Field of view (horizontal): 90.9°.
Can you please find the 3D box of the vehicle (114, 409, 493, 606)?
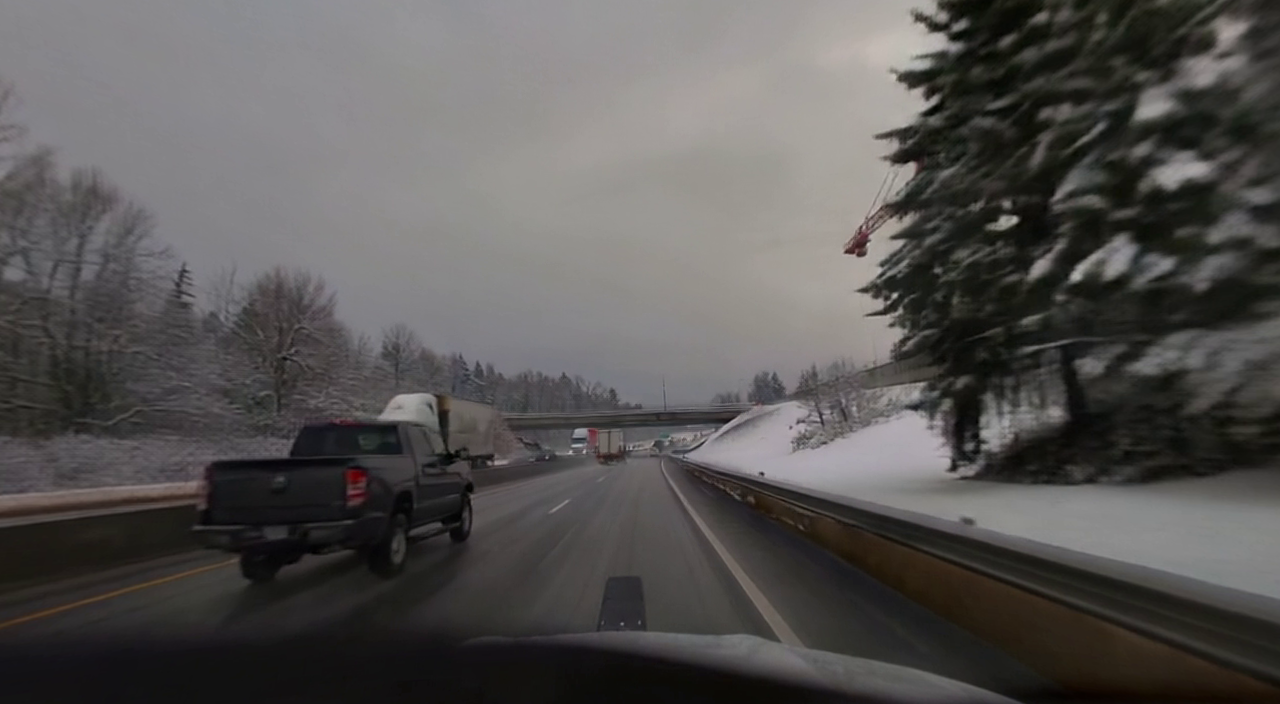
[{"bbox_3d":[-3.332,1.629,7.405,2.194,1.648,3.984,0,-9,0],"label":"vehicle"}]
